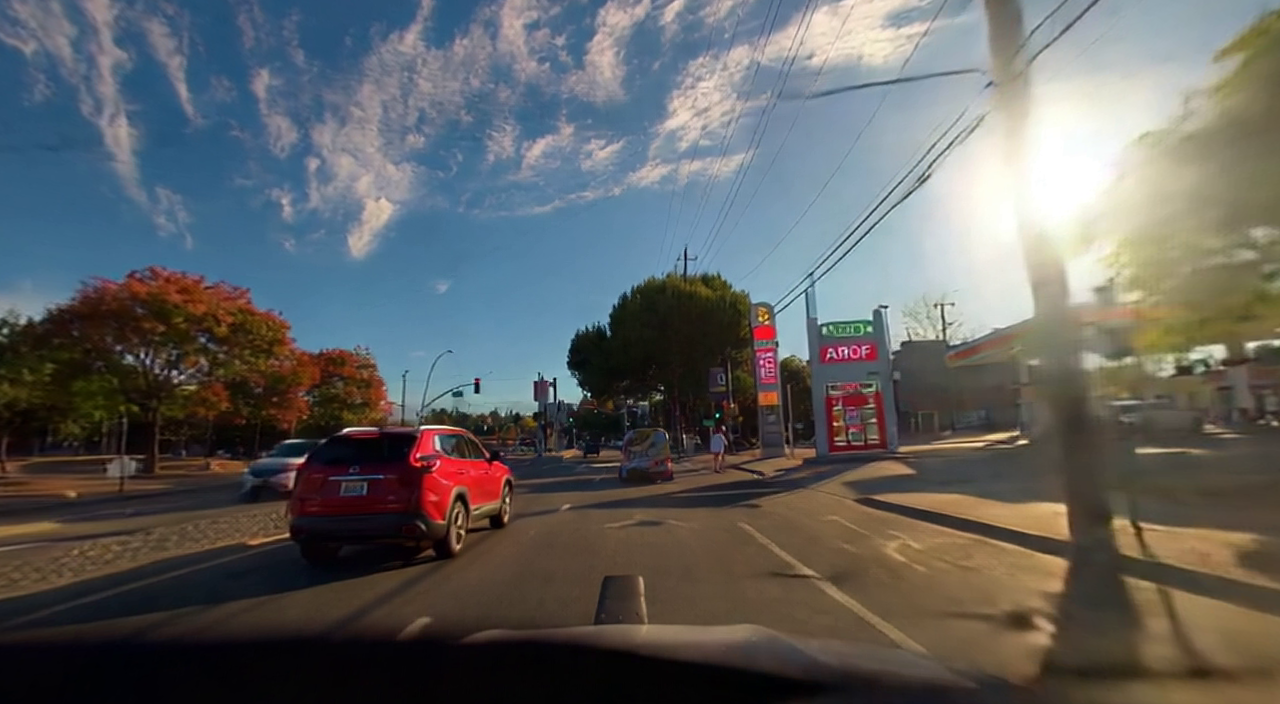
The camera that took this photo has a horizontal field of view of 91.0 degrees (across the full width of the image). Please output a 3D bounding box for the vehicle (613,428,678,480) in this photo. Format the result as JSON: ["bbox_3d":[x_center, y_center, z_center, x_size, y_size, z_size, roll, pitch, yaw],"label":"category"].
[{"bbox_3d":[0.157,4.425,27.464,2.552,1.999,5.498,0,-8,-1],"label":"vehicle"}]

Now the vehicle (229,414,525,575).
[{"bbox_3d":[-3.352,1.934,9.438,2.247,1.734,4.919,-1,-8,1],"label":"vehicle"}]
